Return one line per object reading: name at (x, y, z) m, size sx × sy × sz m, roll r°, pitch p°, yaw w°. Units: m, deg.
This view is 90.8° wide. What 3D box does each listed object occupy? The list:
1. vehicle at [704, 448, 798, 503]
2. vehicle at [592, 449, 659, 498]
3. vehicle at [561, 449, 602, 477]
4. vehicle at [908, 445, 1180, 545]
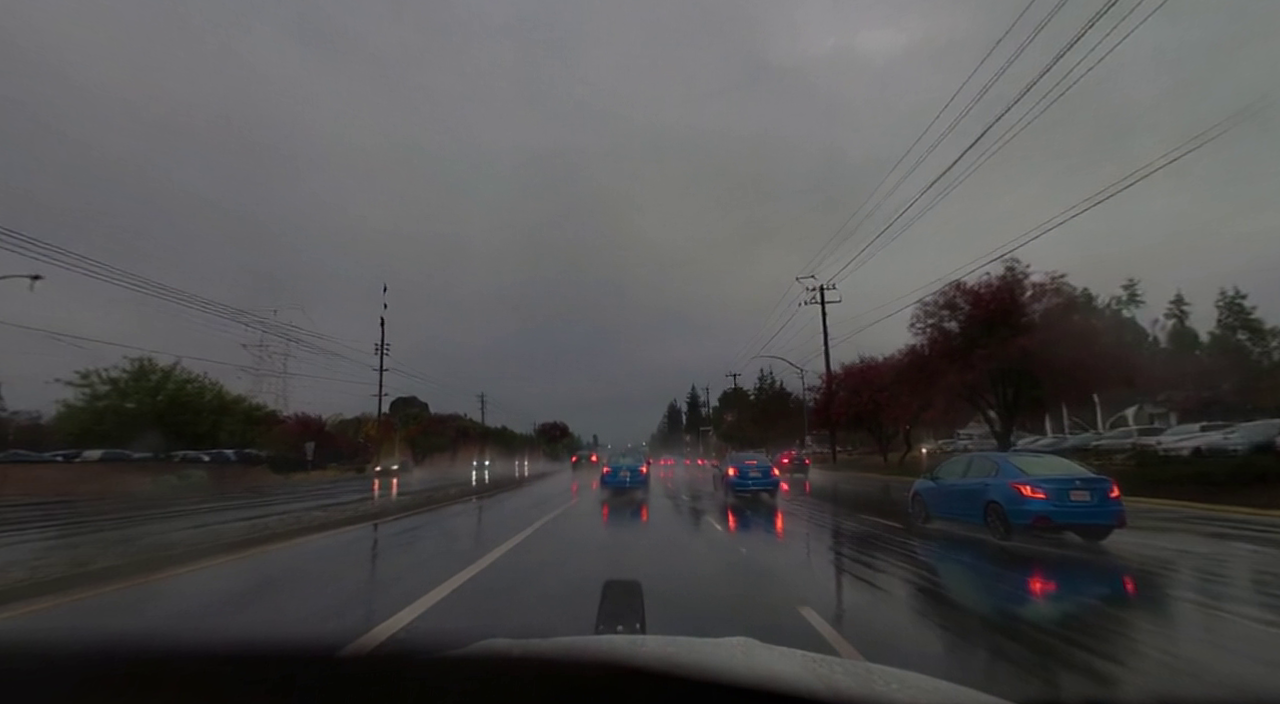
vehicle at (3.332, 3.814, 19.985) m, size 2.053 × 1.490 × 4.464 m, roll 0°, pitch -9°, yaw -2°
vehicle at (-0.457, 4.087, 21.711) m, size 2.065 × 1.464 × 4.216 m, roll 0°, pitch -9°, yaw 0°
vehicle at (-3.623, 6.992, 39.960) m, size 2.073 × 1.606 × 4.364 m, roll 0°, pitch -9°, yaw 1°
vehicle at (6.926, 2.452, 11.590) m, size 2.004 × 1.455 × 4.417 m, roll 0°, pitch -9°, yaw -1°
